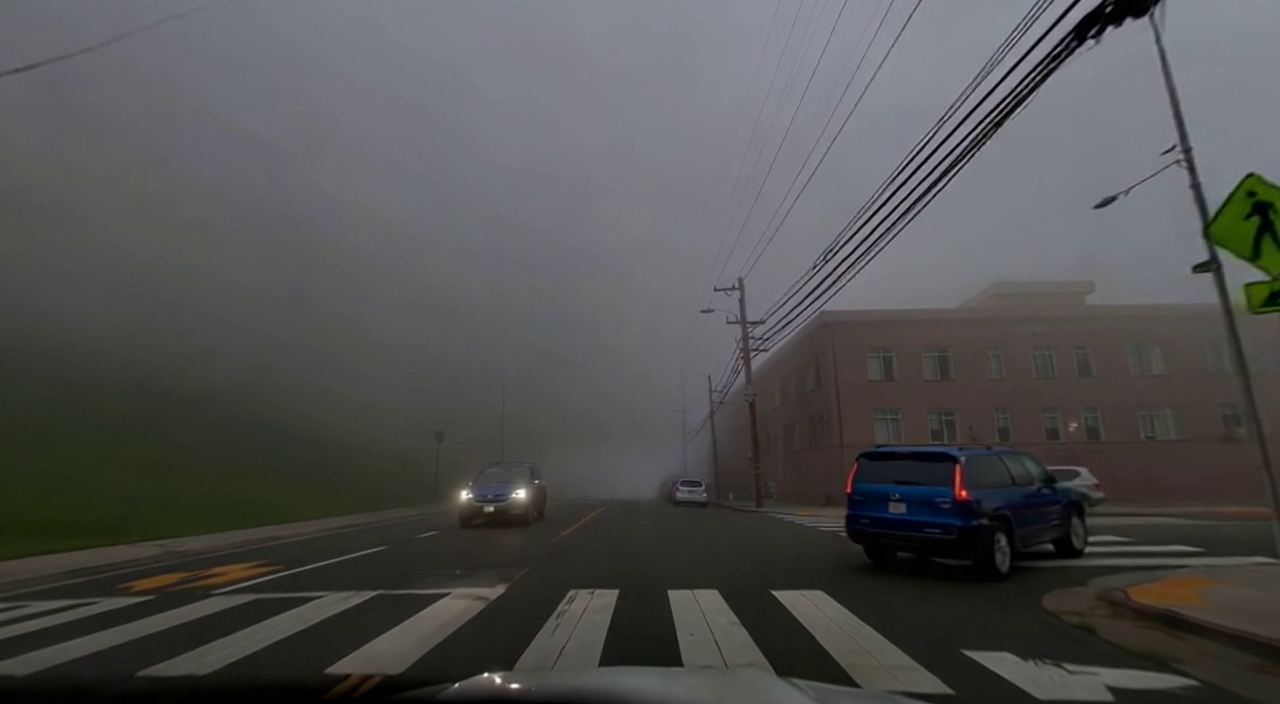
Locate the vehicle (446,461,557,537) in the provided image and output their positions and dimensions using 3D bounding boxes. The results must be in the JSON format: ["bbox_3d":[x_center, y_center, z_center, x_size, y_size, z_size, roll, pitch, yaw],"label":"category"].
[{"bbox_3d":[-3.379,3.648,16.240,1.911,1.563,4.057,0,-8,0],"label":"vehicle"}]

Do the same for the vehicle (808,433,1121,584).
[{"bbox_3d":[5.183,2.207,9.914,4.872,1.789,2.214,6,-10,-34],"label":"vehicle"}]
